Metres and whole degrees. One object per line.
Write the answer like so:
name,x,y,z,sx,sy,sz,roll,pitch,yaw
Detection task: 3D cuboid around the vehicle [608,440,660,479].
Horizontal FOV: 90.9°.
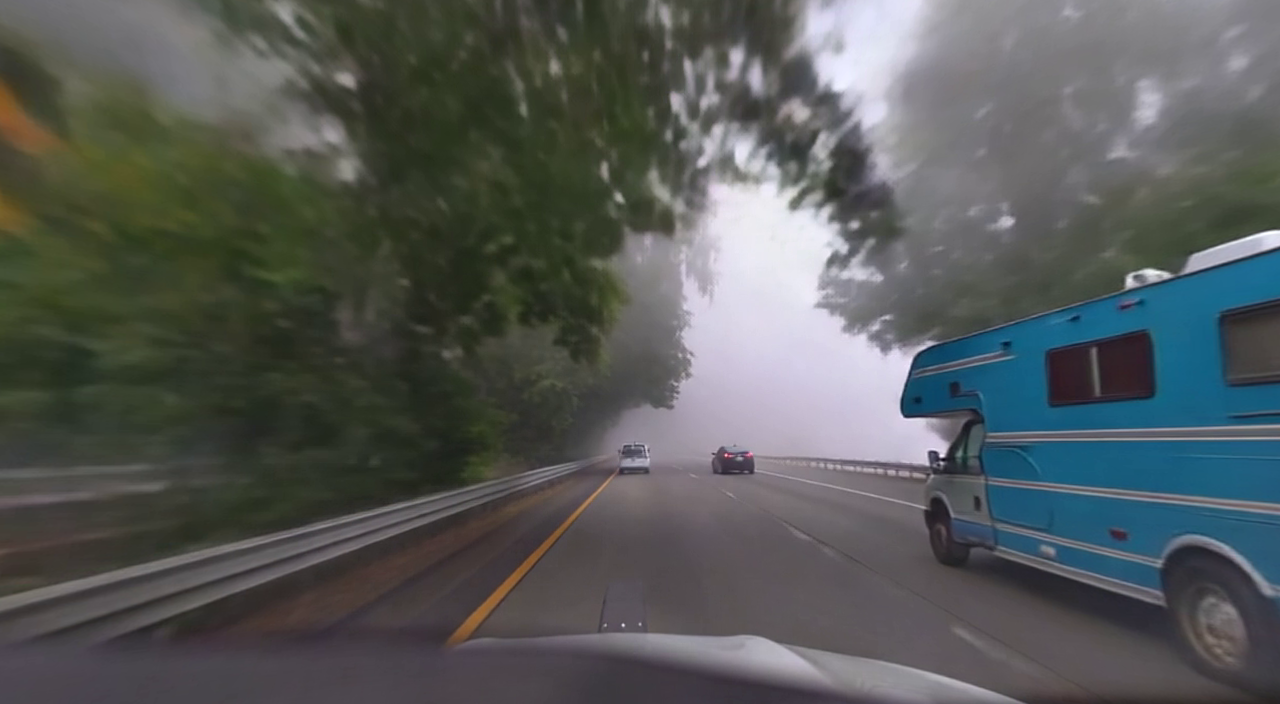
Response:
vehicle,-0.259,4.703,27.728,2.120,1.575,4.018,0,-9,0

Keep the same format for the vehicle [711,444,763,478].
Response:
vehicle,4.317,4.900,28.504,1.757,1.459,3.398,0,-9,-1

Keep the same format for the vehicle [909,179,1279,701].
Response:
vehicle,4.879,0.660,4.546,2.745,2.832,7.035,1,-9,0
